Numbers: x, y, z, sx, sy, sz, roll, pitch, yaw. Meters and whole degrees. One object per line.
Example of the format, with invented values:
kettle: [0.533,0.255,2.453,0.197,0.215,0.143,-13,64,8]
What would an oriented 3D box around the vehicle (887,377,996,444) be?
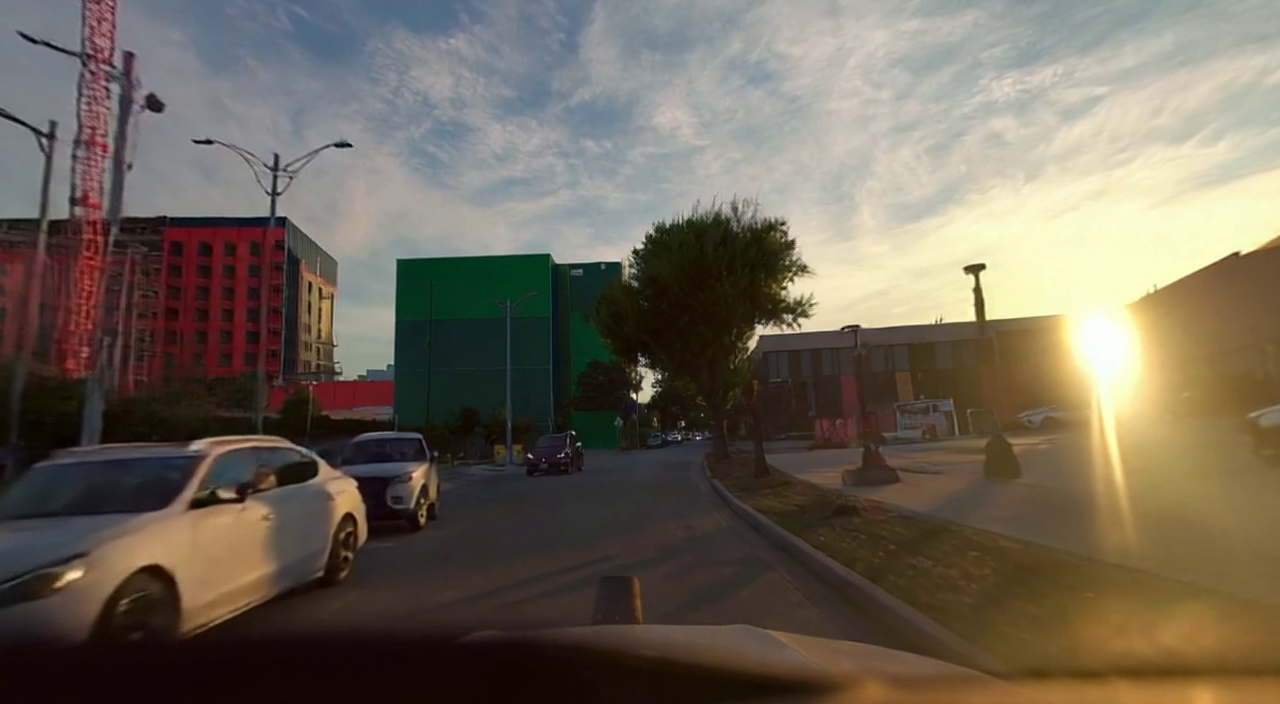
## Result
vehicle: [19.291,4.014,41.269,3.031,3.863,9.734,-1,-8,5]

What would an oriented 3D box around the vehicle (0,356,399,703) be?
vehicle: [-3.520,1.132,4.522,2.026,1.699,4.224,0,-8,-2]

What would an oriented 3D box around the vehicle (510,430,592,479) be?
vehicle: [-3.213,3.789,23.624,1.967,1.646,4.192,-1,-8,8]
